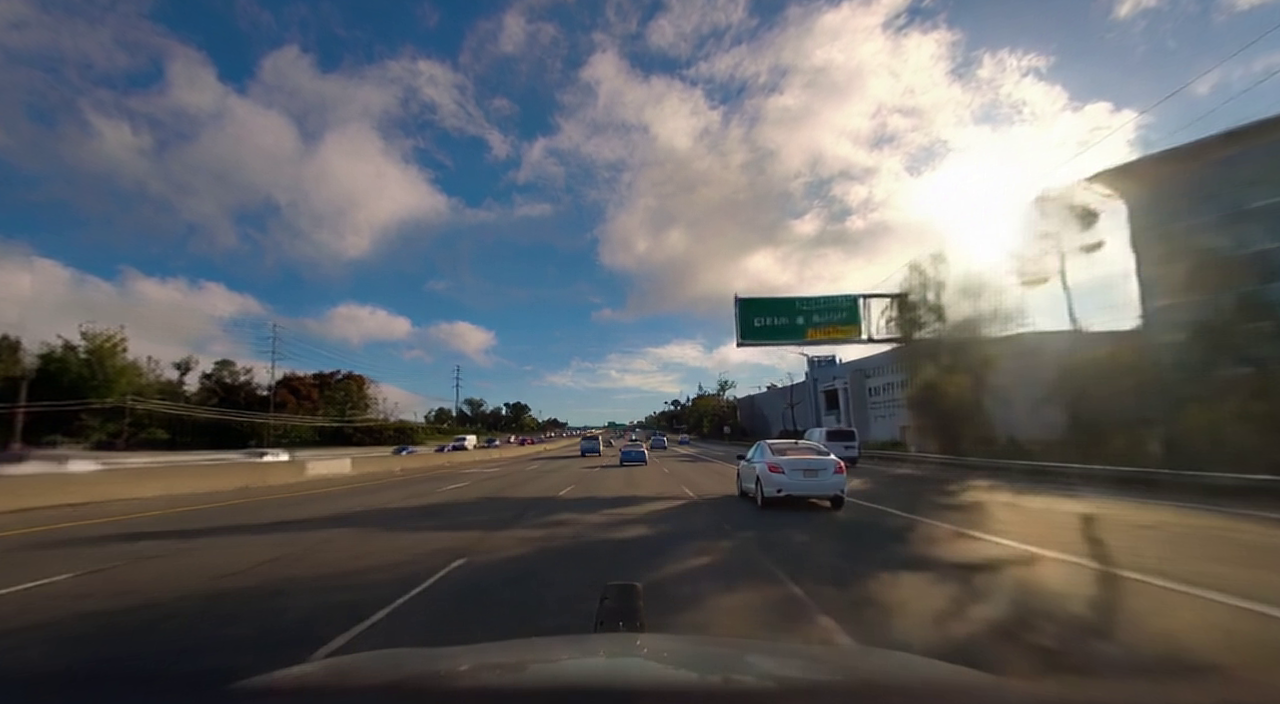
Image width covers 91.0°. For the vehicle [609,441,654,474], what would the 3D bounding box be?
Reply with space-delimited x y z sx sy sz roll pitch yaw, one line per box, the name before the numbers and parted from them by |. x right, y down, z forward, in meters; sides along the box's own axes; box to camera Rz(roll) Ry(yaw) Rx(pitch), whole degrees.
vehicle | -0.459 5.046 30.285 2.019 1.472 3.971 0 -8 -2

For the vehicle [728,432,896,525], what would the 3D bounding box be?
vehicle | 3.177 2.436 12.742 1.995 1.533 4.463 0 -8 -2

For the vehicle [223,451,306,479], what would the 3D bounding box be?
vehicle | -22.035 6.648 37.222 1.857 1.497 4.857 0 -8 1

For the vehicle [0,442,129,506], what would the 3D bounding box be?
vehicle | -16.722 3.230 17.028 1.890 1.564 4.563 0 -8 1
